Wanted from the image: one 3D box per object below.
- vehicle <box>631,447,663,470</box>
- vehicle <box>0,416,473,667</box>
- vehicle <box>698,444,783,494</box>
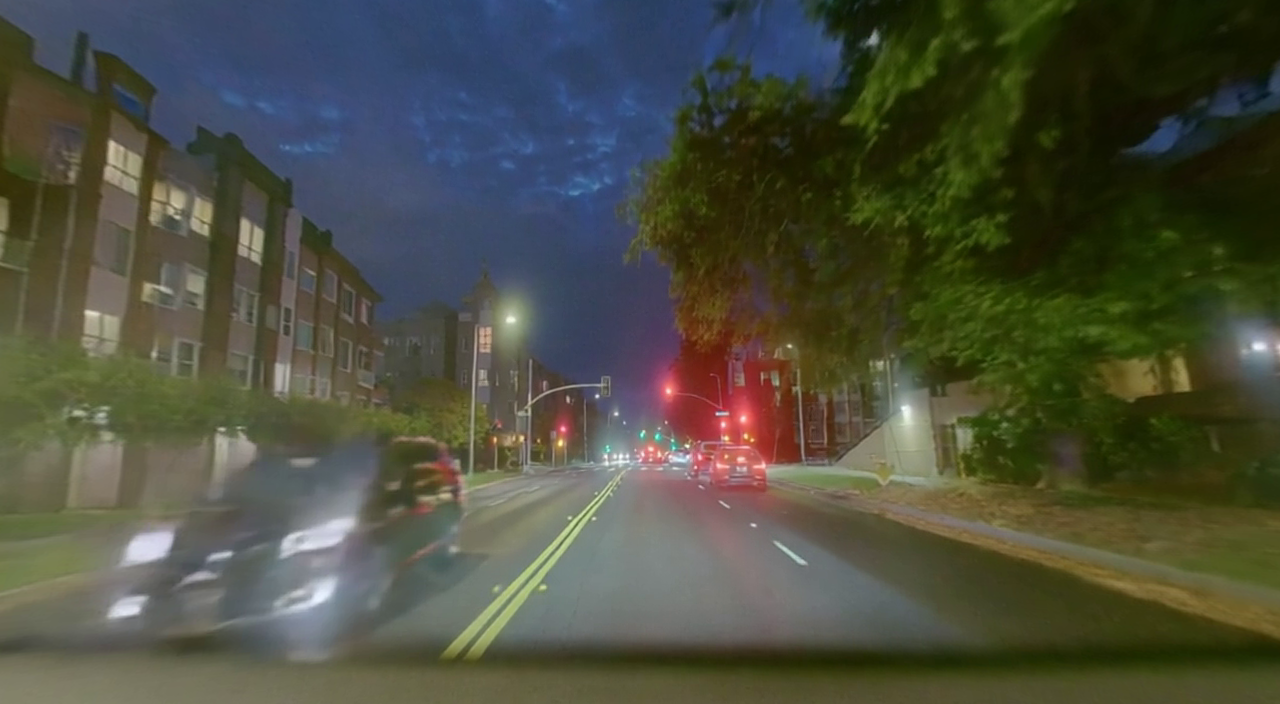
[{"bbox_3d":[0.403,7.212,43.045,2.097,1.463,4.043,0,-9,-1],"label":"vehicle"},{"bbox_3d":[-3.197,1.545,6.204,1.954,1.618,4.050,0,-9,1],"label":"vehicle"},{"bbox_3d":[3.239,3.886,21.397,2.078,1.488,4.741,0,-9,0],"label":"vehicle"}]
